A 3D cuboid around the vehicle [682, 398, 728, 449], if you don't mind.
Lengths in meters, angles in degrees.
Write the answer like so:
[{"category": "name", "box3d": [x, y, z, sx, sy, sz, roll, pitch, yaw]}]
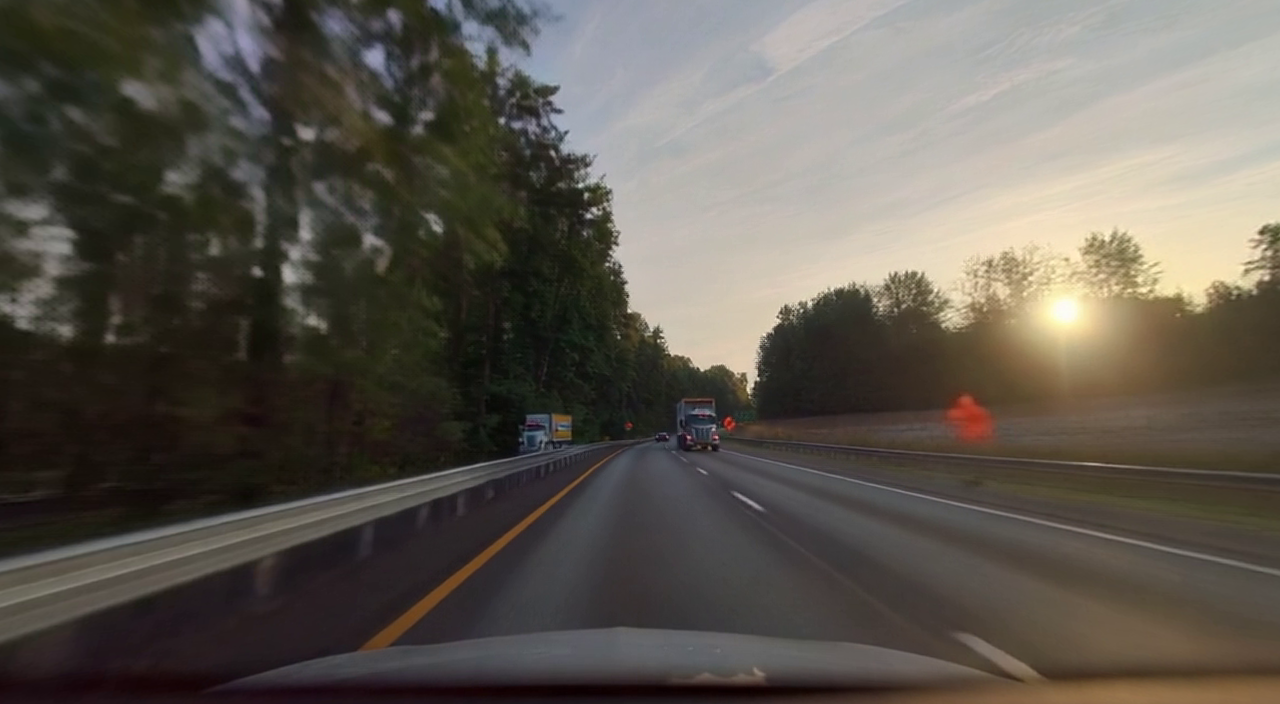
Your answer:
[{"category": "vehicle", "box3d": [4.535, 5.130, 44.658, 2.749, 3.357, 4.979, 0, -8, 1]}]
